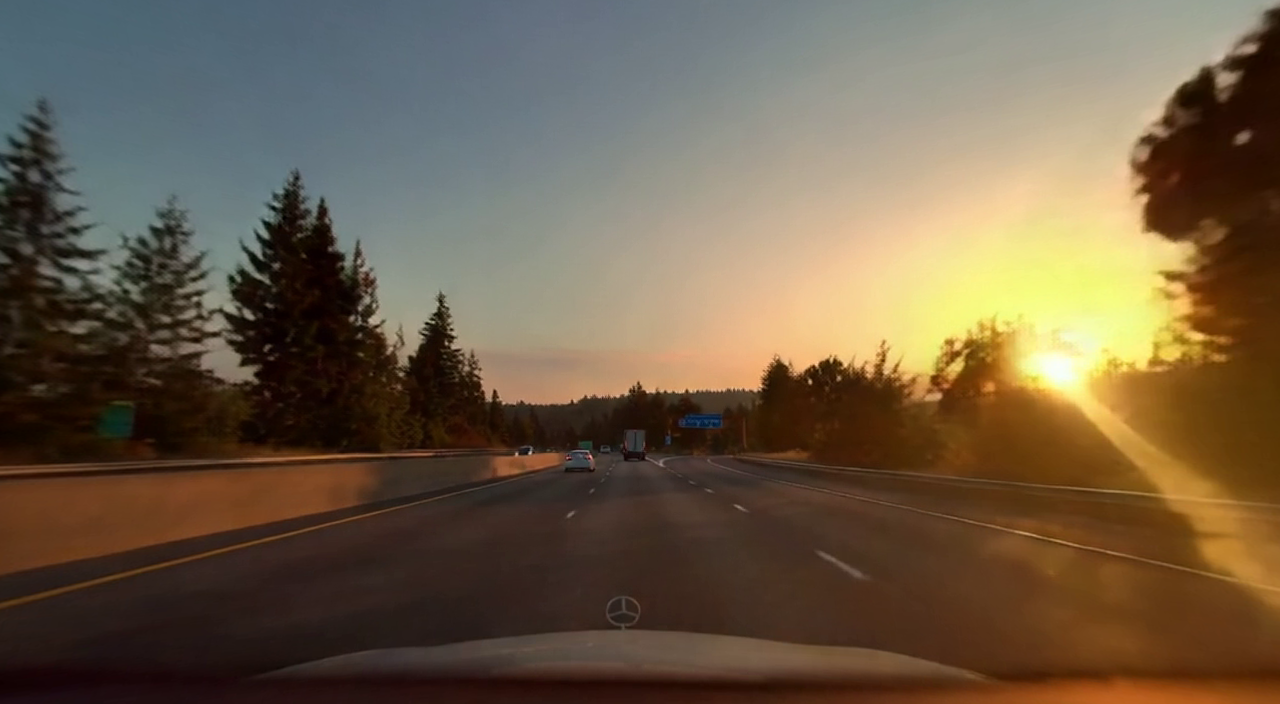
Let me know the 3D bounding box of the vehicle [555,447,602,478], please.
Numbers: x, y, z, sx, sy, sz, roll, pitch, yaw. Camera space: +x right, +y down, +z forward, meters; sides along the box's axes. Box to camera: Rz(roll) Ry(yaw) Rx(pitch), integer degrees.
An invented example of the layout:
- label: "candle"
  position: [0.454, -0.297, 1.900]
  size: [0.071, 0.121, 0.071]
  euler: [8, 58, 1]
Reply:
- label: "vehicle"
  position: [-3.242, 5.962, 34.309]
  size: [2.184, 1.574, 5.004]
  euler: [0, -9, -1]
